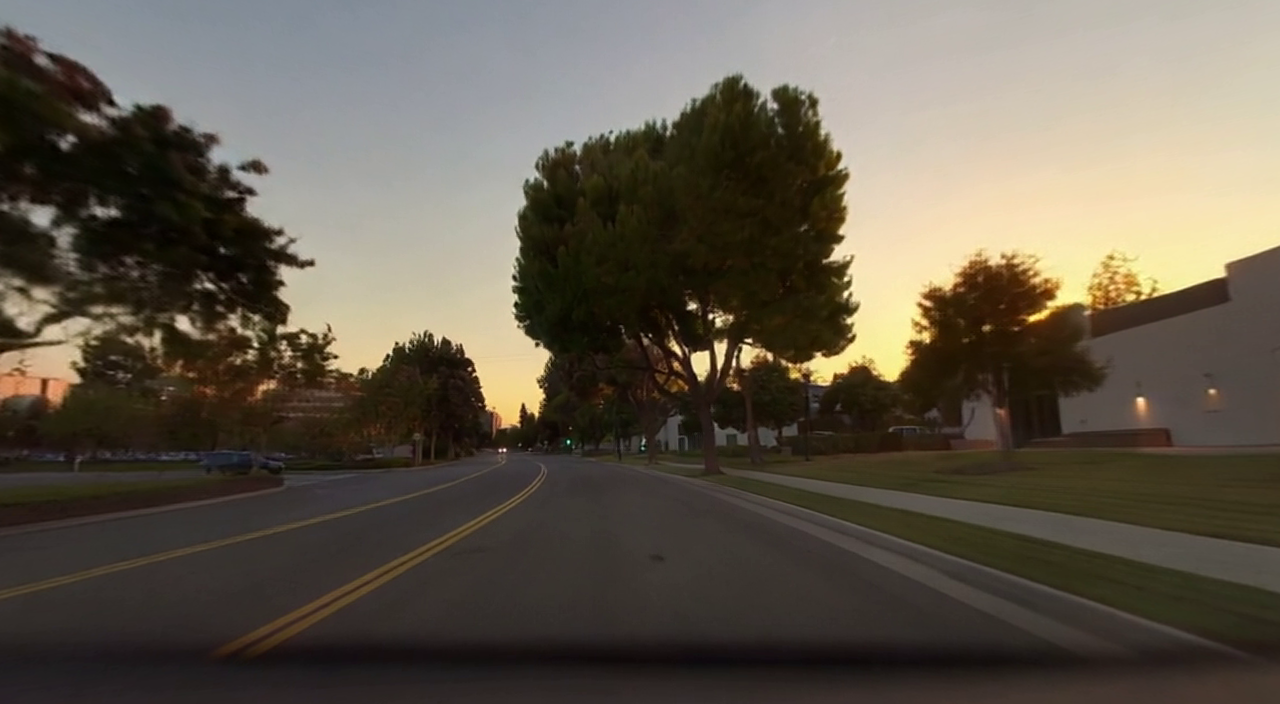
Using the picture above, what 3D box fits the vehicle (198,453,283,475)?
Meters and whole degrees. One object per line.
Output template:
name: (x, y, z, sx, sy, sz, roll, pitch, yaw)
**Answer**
vehicle: (-27.767, 7.802, 44.056, 4.527, 1.441, 2.024, 1, -8, -7)
